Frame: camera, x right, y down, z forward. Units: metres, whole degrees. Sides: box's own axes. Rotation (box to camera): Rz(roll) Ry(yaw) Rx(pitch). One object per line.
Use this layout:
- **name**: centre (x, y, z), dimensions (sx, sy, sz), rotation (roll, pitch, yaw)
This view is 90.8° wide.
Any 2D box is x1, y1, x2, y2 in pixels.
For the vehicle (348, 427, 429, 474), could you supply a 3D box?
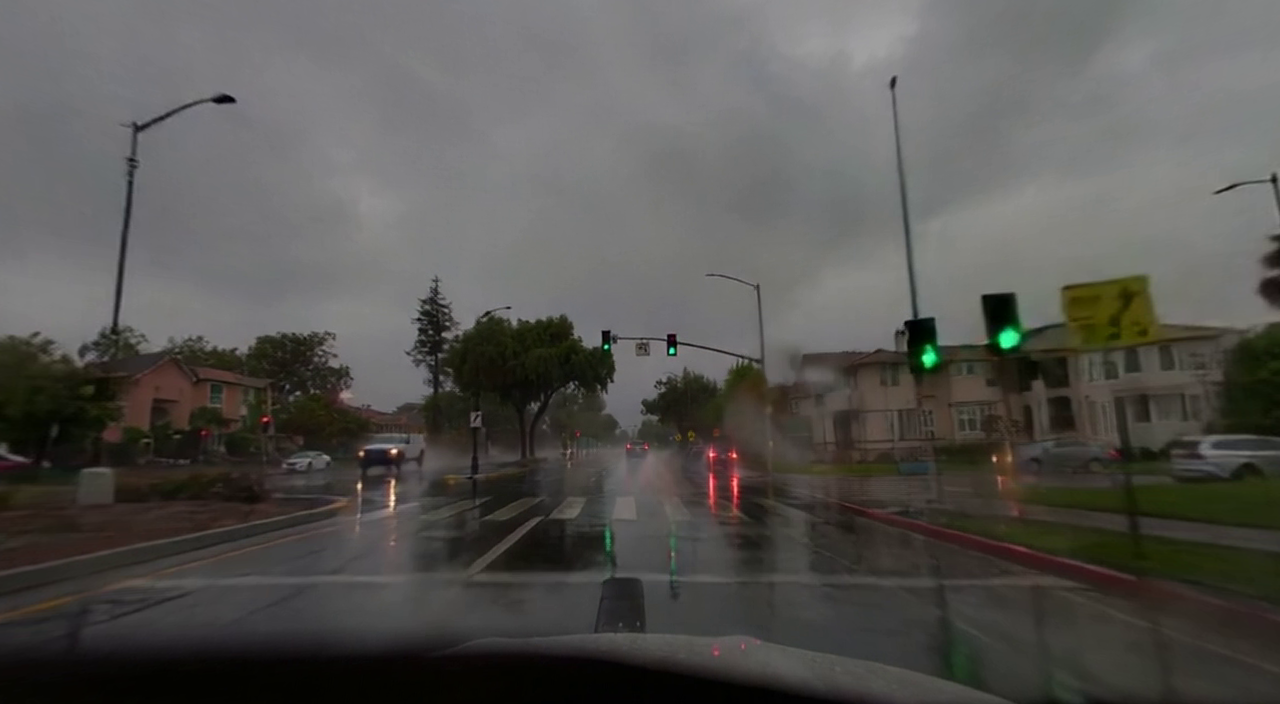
- **vehicle**: centre (-16.773, 6.619, 42.686), dimensions (2.620, 2.901, 6.931), rotation (0, -9, 0)

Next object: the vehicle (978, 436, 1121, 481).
- **vehicle**: centre (16.844, 4.389, 26.148), dimensions (4.561, 1.723, 2.030), rotation (0, -9, -5)

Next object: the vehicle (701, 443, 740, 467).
- **vehicle**: centre (5.544, 7.160, 44.042), dimensions (2.066, 1.552, 4.799), rotation (0, -8, -1)

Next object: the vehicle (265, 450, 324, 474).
- **vehicle**: centre (-25.979, 8.277, 47.724), dimensions (1.912, 1.681, 4.625), rotation (0, -9, -1)
